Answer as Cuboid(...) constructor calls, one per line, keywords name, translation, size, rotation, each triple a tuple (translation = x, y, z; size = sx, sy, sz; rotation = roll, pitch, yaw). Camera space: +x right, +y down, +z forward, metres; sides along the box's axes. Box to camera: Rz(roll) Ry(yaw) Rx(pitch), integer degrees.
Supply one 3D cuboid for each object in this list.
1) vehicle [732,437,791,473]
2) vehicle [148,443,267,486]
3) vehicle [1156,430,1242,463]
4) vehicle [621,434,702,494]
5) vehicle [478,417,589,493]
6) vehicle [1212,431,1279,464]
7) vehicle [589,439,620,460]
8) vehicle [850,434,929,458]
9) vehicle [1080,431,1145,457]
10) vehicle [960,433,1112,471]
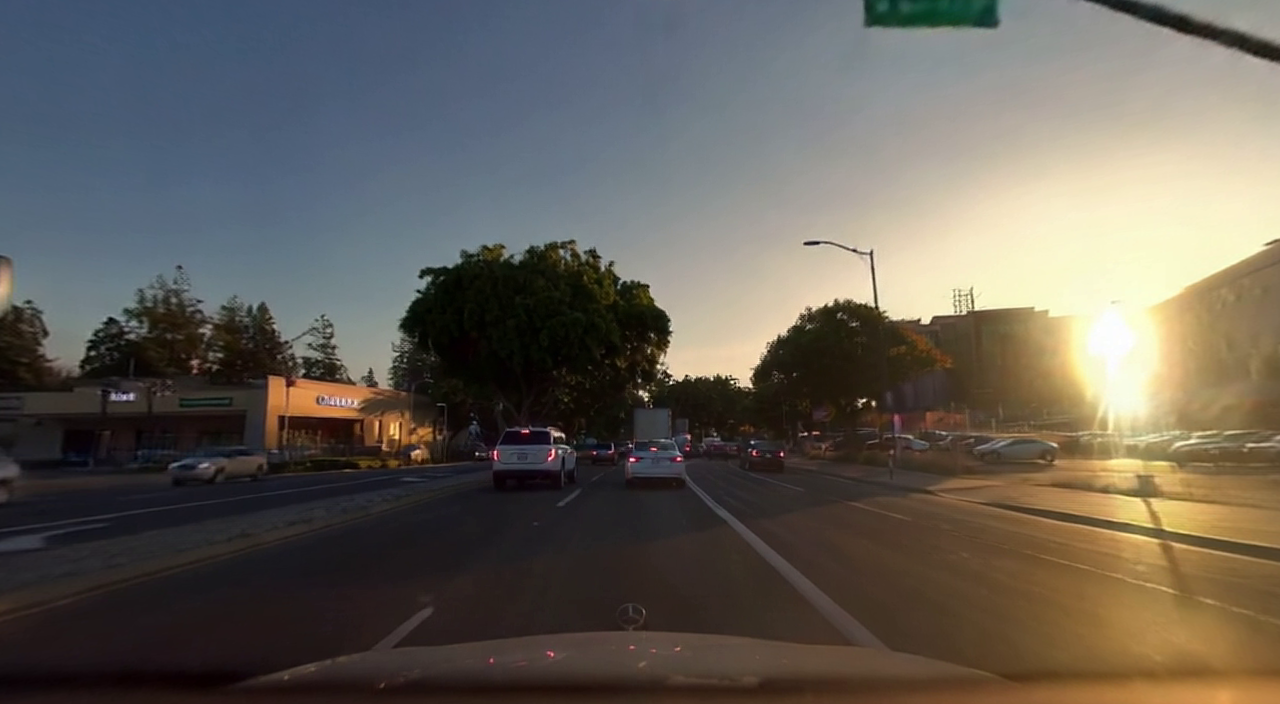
Cuboid(name="vehicle", translation=(5.525, 4.728, 29.117), size=(1.900, 1.507, 4.151), rotation=(0, -8, 0))
Cuboid(name="vehicle", translation=(-18.560, 4.812, 27.344), size=(1.945, 1.666, 4.478), rotation=(0, -8, 0))
Cuboid(name="vehicle", translation=(28.481, 4.792, 32.099), size=(4.207, 1.443, 1.889), rotation=(3, -9, -30))
Cuboid(name="vehicle", translation=(0.563, 3.131, 18.002), size=(2.061, 1.494, 4.079), rotation=(0, -8, 1))
Cuboid(name="vehicle", translation=(-2.962, 3.041, 18.900), size=(2.289, 1.935, 5.227), rotation=(0, -8, 1))
Cuboid(name="vehicle", translation=(28.438, 4.393, 29.071), size=(3.873, 1.429, 1.765), rotation=(5, -10, -30))
Cuboid(name="vehicle", translation=(-2.581, 7.204, 46.625), size=(1.902, 1.522, 3.523), rotation=(-1, -8, 3))
Cuboid(name="vehicle", translation=(16.368, 6.186, 41.517), size=(4.323, 1.496, 1.937), rotation=(0, -8, -1))
Cuboid(name="vehicle", translation=(28.871, 5.611, 38.485), size=(3.799, 1.541, 1.747), rotation=(5, -10, -31))
Cuboid(name="vehicle", translation=(15.605, 3.952, 25.006), size=(4.756, 1.422, 1.831), rotation=(0, -8, -1))
